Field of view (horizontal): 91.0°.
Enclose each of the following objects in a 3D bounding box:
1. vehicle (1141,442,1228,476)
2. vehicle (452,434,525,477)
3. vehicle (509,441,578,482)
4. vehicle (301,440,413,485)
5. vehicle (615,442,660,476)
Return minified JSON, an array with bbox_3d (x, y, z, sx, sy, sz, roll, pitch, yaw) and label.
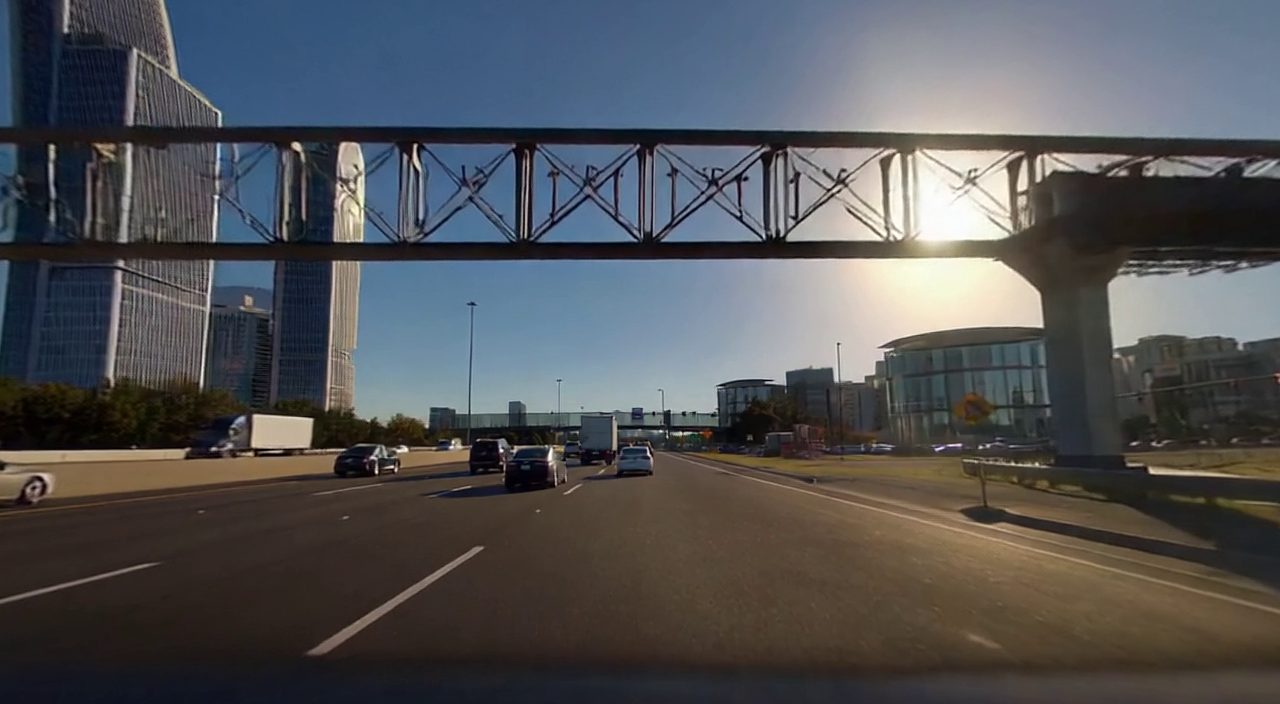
[{"bbox_3d":[26.718,5.224,31.073,2.059,1.507,4.352,-4,-9,25],"label":"vehicle"},{"bbox_3d":[-6.980,4.828,29.622,2.190,1.821,4.800,0,-8,1],"label":"vehicle"},{"bbox_3d":[-3.762,4.361,25.363,2.016,1.497,4.235,0,-8,1],"label":"vehicle"},{"bbox_3d":[-10.517,4.119,23.849,1.987,1.495,4.710,0,-8,1],"label":"vehicle"},{"bbox_3d":[-0.120,5.067,29.960,1.991,1.488,3.922,0,-8,0],"label":"vehicle"}]
